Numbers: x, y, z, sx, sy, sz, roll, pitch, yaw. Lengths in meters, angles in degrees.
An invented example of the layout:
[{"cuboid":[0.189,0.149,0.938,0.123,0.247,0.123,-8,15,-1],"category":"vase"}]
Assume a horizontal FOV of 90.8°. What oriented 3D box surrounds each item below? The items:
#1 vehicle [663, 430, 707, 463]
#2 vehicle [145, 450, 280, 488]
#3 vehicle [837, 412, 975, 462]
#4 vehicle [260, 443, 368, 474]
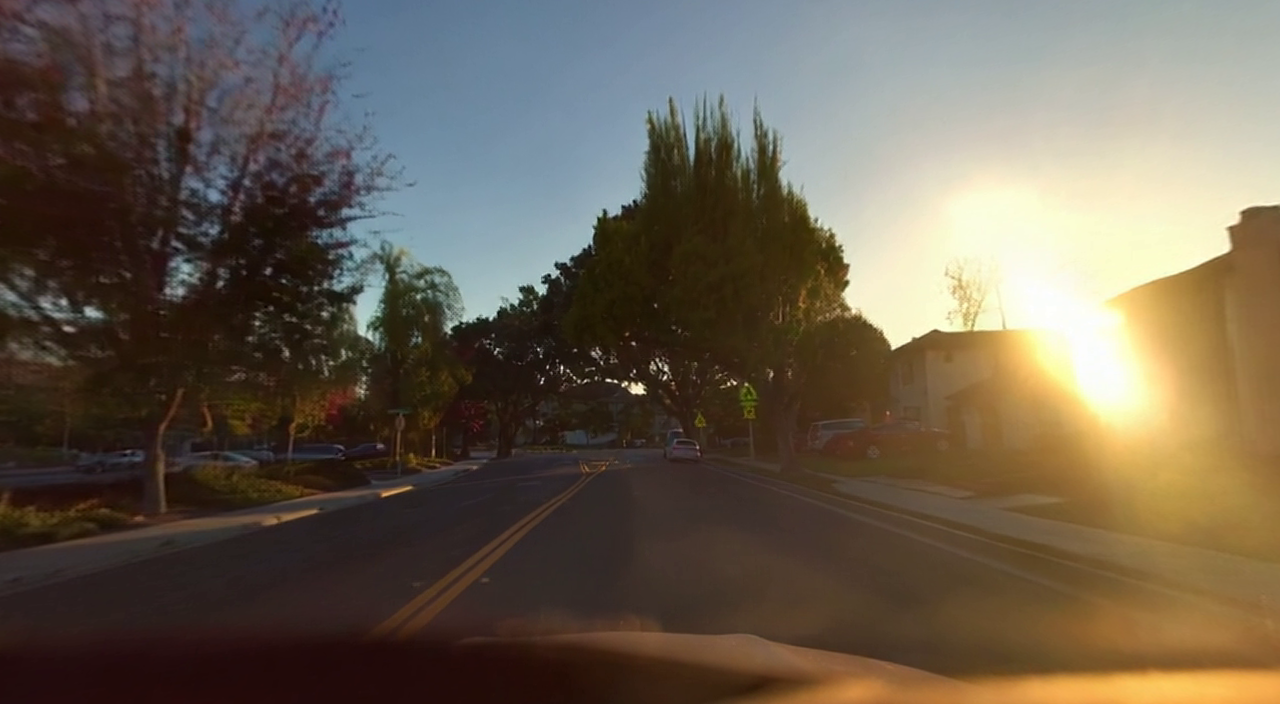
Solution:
[{"cuboid":[2.782,6.006,40.207,2.221,1.892,5.555,0,-8,-2],"category":"vehicle"},{"cuboid":[-19.156,5.208,28.463,4.691,1.483,1.955,8,-12,-44],"category":"vehicle"},{"cuboid":[10.968,3.560,26.284,4.750,1.658,1.902,-4,-10,0],"category":"vehicle"},{"cuboid":[-19.872,6.444,38.728,2.059,1.746,5.388,-8,-11,42],"category":"vehicle"}]
